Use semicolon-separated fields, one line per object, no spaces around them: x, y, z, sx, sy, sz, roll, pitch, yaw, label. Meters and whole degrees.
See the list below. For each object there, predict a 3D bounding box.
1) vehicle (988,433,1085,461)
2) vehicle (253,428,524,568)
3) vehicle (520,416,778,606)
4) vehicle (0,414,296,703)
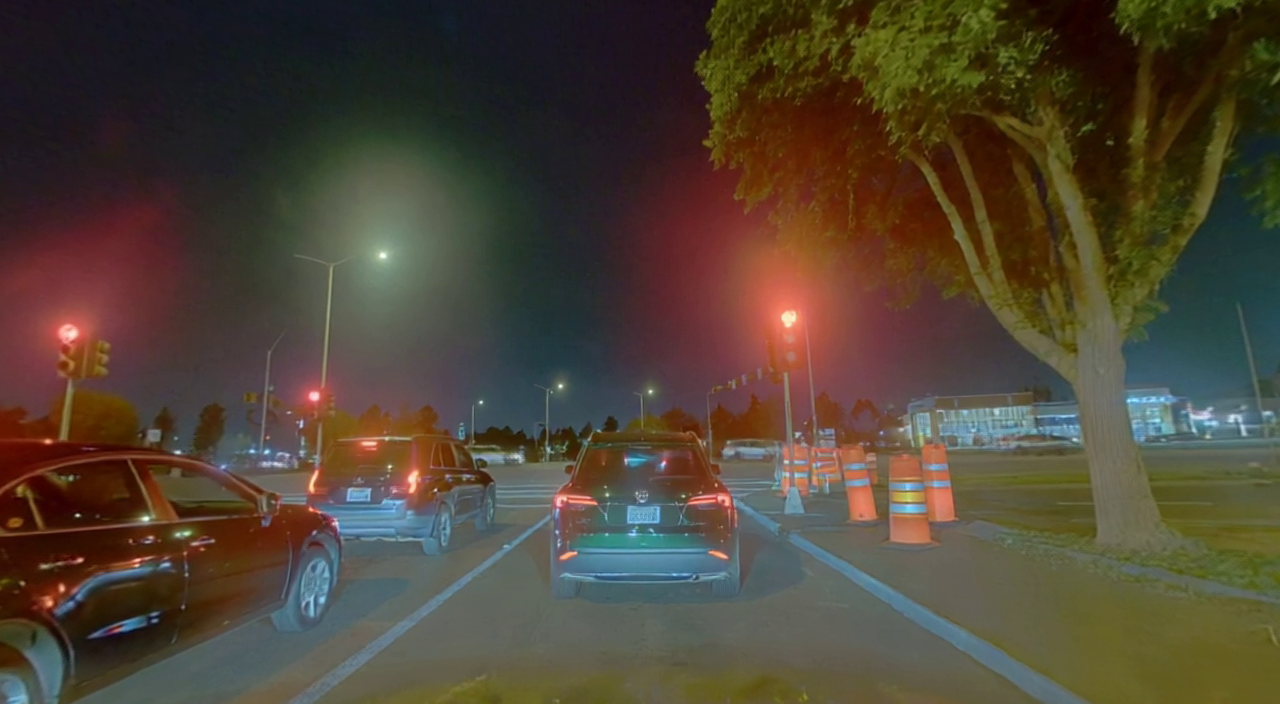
25.552;6.150;40.681;4.827;1.729;1.986;0;-9;1;vehicle
-3.267;1.995;9.458;1.989;1.541;4.626;0;-9;2;vehicle
0.116;1.620;7.213;2.167;1.560;3.676;0;-9;1;vehicle
-3.582;0.943;2.150;2.064;1.497;4.722;0;-9;1;vehicle
